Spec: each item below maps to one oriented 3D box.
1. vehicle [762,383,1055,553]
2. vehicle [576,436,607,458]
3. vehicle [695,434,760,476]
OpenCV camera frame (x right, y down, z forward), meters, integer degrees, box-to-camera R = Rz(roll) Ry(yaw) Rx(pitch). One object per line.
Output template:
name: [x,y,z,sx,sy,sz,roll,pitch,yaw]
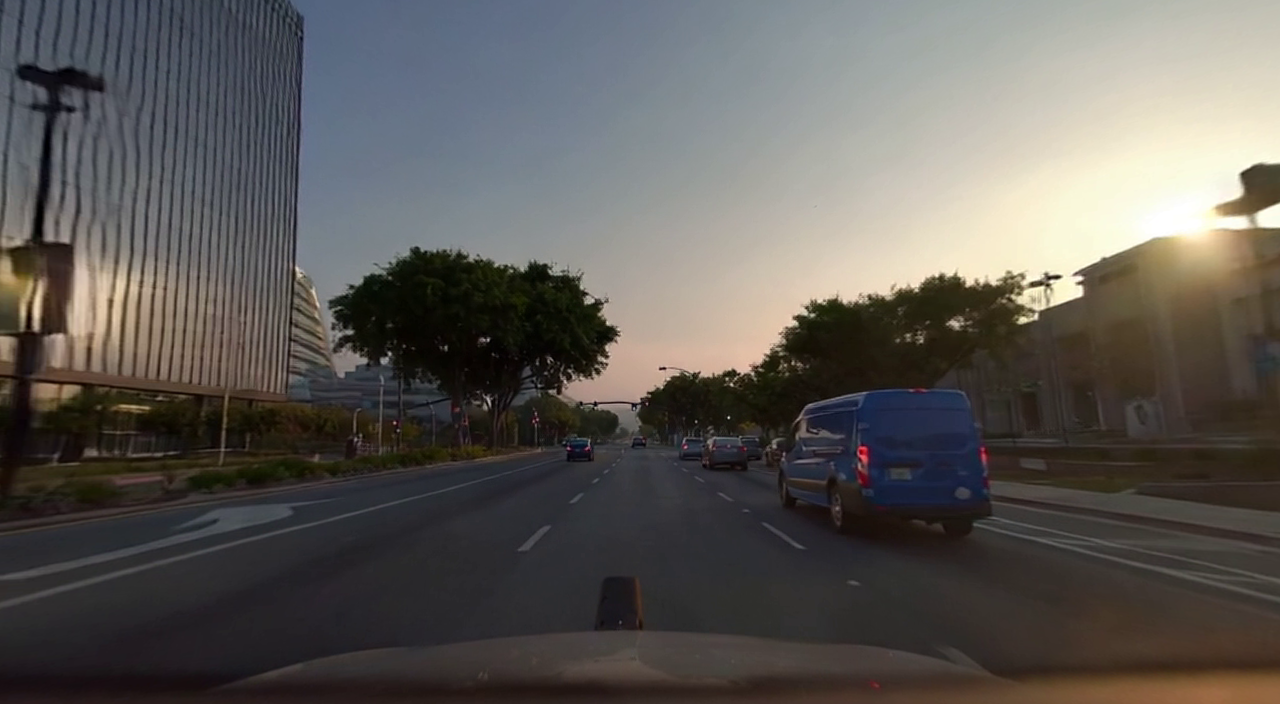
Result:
vehicle: [3.545,1.676,9.773,2.200,1.914,5.145,0,-8,-1]
vehicle: [-3.428,6.832,45.279,1.864,1.464,4.195,0,-8,1]
vehicle: [3.344,4.028,24.940,1.867,1.493,4.190,0,-8,-1]
